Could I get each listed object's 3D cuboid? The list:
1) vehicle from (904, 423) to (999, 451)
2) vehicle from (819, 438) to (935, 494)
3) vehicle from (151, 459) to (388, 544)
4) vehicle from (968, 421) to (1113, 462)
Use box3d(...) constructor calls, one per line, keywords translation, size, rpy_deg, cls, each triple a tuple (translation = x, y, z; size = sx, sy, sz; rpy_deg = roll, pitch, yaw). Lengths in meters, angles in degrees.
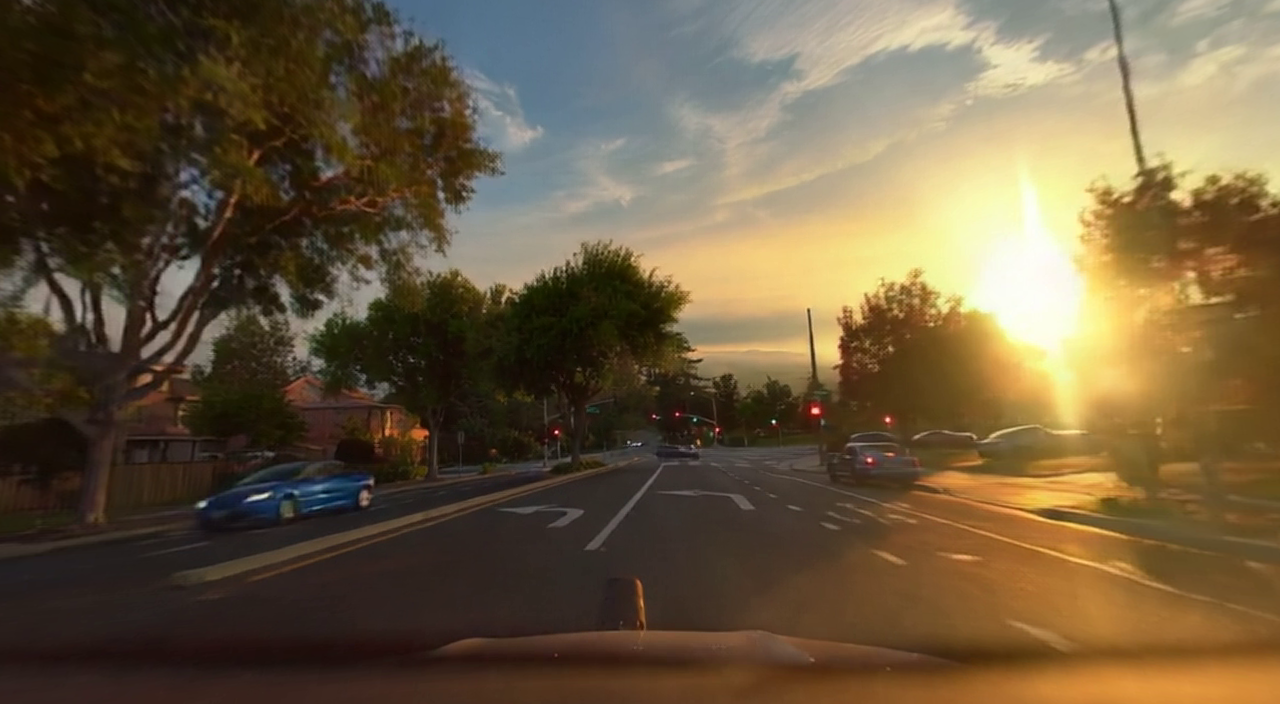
box3d(translation=(17.026, 4.683, 34.656), size=(4.210, 1.474, 1.799), rpy_deg=(-1, -8, 5), cls="vehicle")
box3d(translation=(6.874, 3.339, 18.892), size=(1.917, 1.440, 4.335), rpy_deg=(-1, -8, 2), cls="vehicle")
box3d(translation=(-8.201, 3.308, 14.704), size=(2.067, 1.491, 4.807), rpy_deg=(-2, -9, 9), cls="vehicle")
box3d(translation=(15.217, 3.443, 24.209), size=(4.164, 1.470, 1.921), rpy_deg=(-1, -8, 6), cls="vehicle")
